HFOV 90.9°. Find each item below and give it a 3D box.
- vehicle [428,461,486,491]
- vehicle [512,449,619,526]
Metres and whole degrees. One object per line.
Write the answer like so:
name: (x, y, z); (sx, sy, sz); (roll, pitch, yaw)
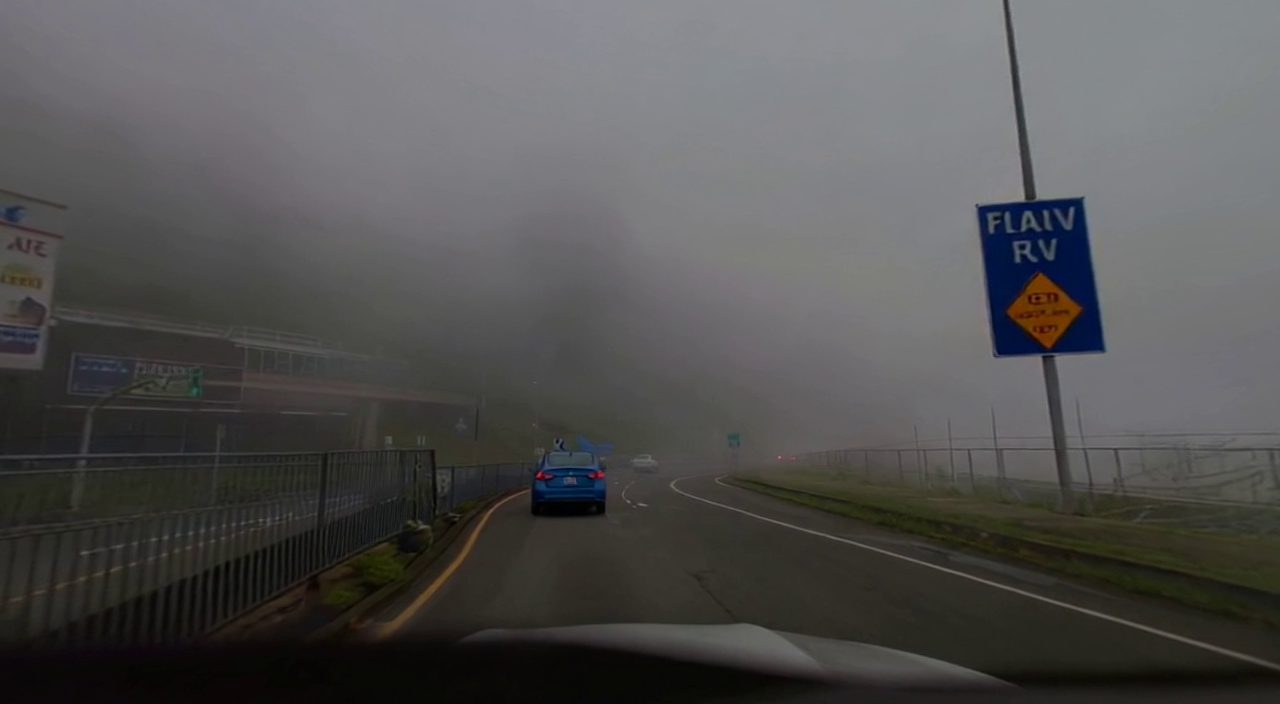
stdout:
vehicle: (-10.105, 6.872, 35.073); (1.854, 1.472, 3.728); (-1, -9, 4)
vehicle: (-1.660, 2.942, 14.259); (2.063, 1.442, 3.933); (1, -9, -7)
